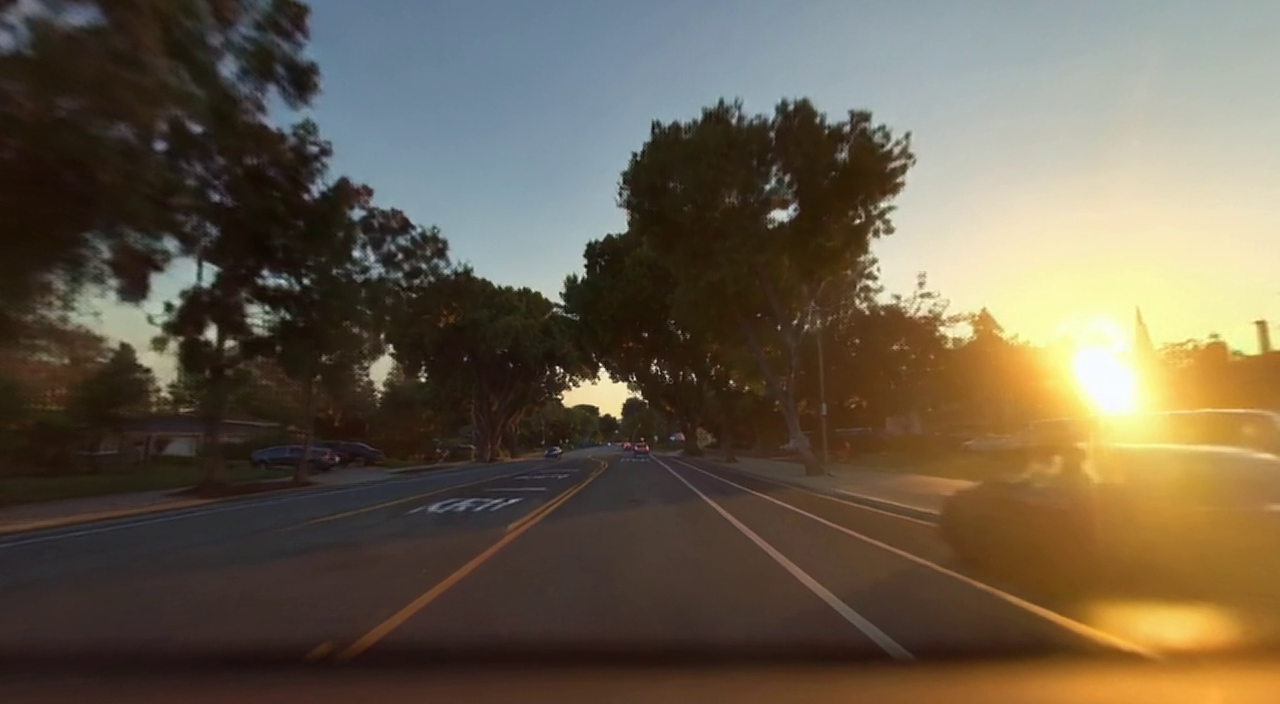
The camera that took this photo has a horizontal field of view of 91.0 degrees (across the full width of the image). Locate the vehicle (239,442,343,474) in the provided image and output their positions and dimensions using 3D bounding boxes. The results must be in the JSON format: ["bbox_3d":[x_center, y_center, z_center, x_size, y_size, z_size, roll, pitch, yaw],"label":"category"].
[{"bbox_3d":[-19.639,5.962,35.591,4.661,1.726,1.978,1,-8,-4],"label":"vehicle"}]

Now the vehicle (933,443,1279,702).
[{"bbox_3d":[4.626,1.494,5.182,1.980,1.465,4.970,0,-8,-1],"label":"vehicle"}]

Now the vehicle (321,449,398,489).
[{"bbox_3d":[-12.955,5.383,29.313,1.791,1.552,3.919,-3,-8,0],"label":"vehicle"}]
